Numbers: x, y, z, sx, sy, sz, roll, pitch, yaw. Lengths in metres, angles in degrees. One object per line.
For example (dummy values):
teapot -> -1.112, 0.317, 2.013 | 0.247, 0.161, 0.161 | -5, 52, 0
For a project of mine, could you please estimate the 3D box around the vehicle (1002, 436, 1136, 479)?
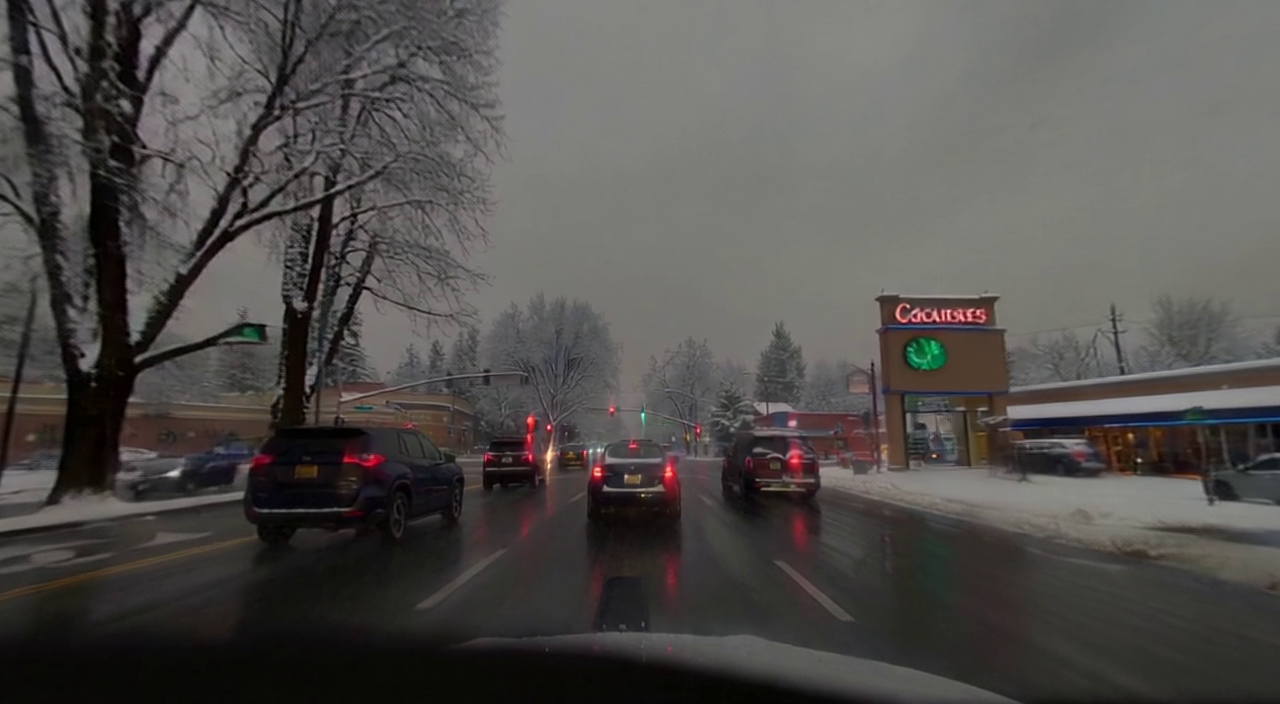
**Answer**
vehicle -> 17.939, 4.402, 26.557 | 1.907, 1.669, 4.147 | 5, -10, -28

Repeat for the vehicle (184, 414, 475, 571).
vehicle -> -3.912, 1.826, 8.915 | 1.983, 1.685, 3.997 | 0, -8, 1

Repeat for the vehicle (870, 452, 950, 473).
vehicle -> 19.206, 7.869, 44.991 | 4.795, 1.457, 1.986 | 0, -8, 4

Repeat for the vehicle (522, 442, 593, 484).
vehicle -> -3.152, 4.360, 25.059 | 2.126, 1.490, 4.265 | 0, -8, 2

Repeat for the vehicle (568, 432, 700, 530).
vehicle -> -0.098, 2.395, 12.262 | 2.121, 1.563, 4.031 | 0, -8, 0

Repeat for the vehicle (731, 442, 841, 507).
vehicle -> 3.666, 3.141, 16.698 | 1.979, 1.485, 4.207 | 0, -8, 1

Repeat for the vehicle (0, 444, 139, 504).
vehicle -> -19.353, 3.922, 20.792 | 1.888, 1.717, 4.517 | 0, -8, 0

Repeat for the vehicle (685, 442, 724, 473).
vehicle -> 3.651, 5.992, 36.125 | 1.848, 1.665, 3.747 | 0, -8, 0

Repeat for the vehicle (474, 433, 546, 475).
vehicle -> -6.736, 5.379, 33.413 | 2.321, 2.013, 5.640 | 0, -8, 3
